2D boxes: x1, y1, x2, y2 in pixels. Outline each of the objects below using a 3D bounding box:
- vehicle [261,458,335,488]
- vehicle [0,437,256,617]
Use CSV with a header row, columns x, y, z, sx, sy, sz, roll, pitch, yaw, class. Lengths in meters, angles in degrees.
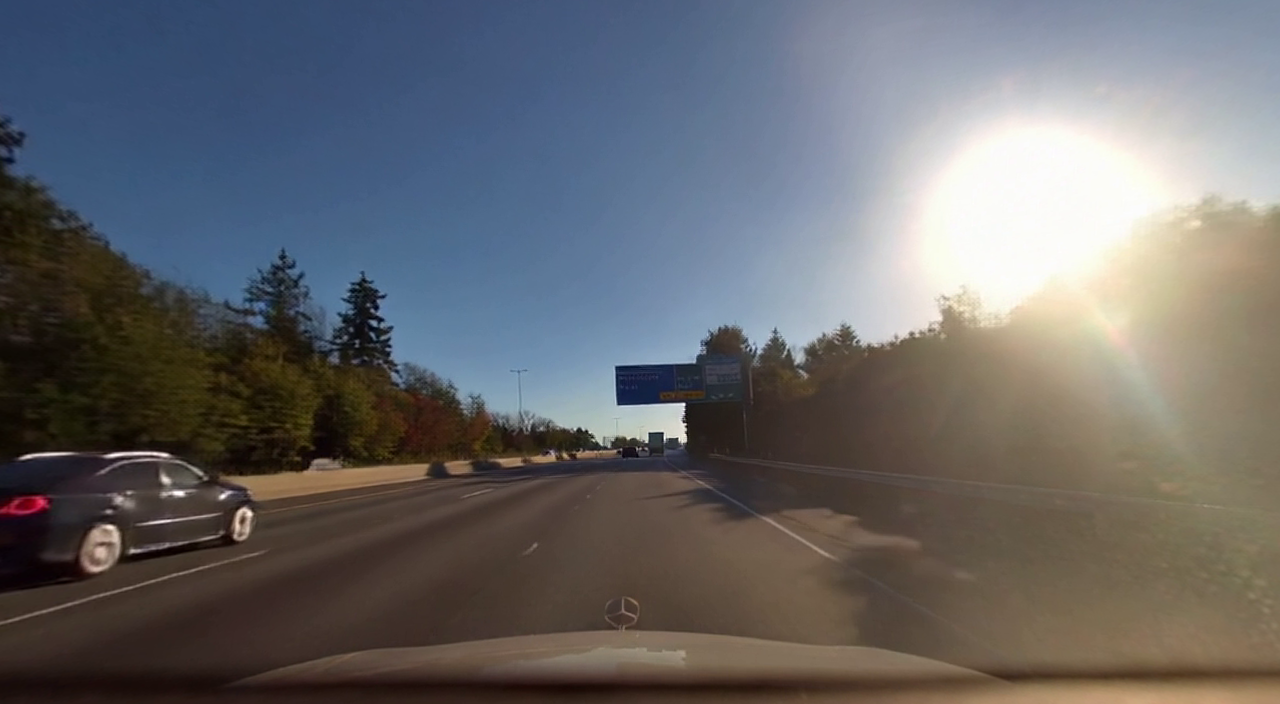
x,y,z,sx,sy,sz,roll,pitch,yaw,class
-18.600,6.563,34.286,1.783,1.480,4.034,0,-9,0,vehicle
-6.490,1.715,6.743,1.956,1.538,4.318,0,-9,0,vehicle
